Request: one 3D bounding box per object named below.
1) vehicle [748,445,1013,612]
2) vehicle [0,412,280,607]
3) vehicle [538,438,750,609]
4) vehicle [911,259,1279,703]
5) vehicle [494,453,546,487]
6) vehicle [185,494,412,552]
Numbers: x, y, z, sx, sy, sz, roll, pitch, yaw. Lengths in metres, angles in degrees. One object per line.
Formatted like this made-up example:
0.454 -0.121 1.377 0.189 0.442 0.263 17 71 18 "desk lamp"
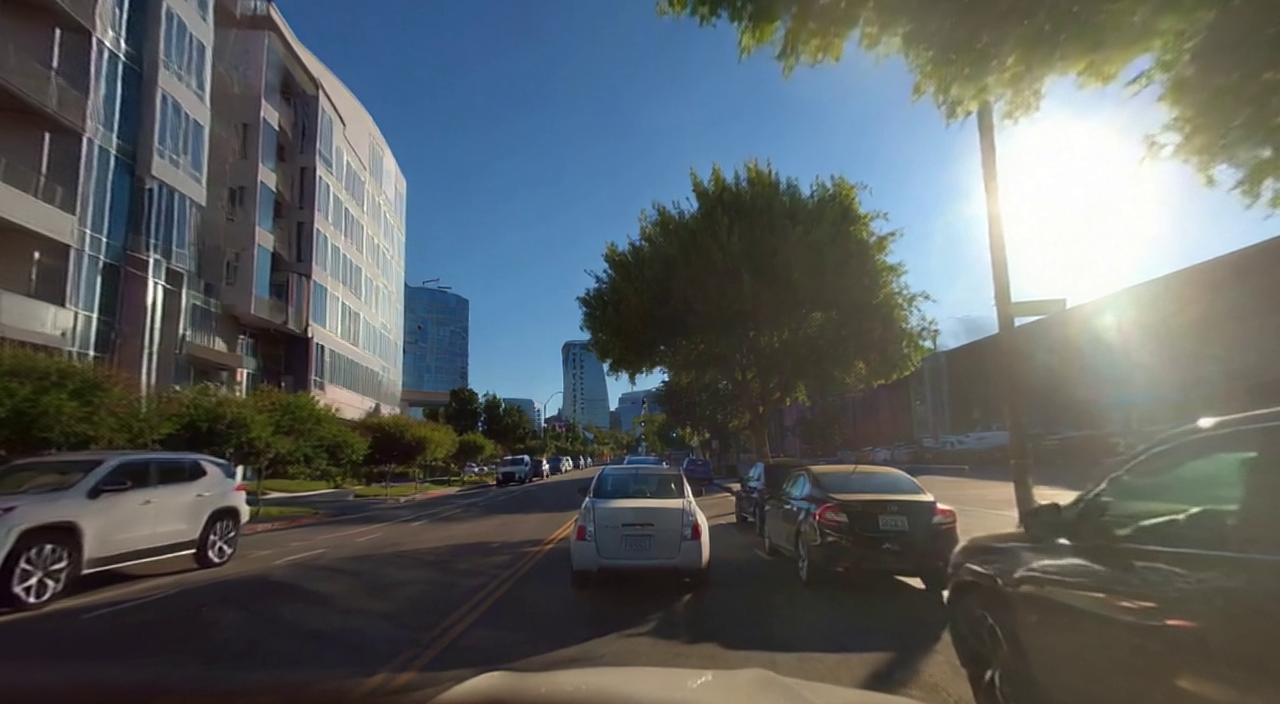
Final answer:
2.672 2.076 8.158 1.884 1.566 4.018 1 -10 1 "vehicle"
-6.722 1.897 7.674 1.994 1.701 4.520 -3 -12 -1 "vehicle"
0.050 1.980 7.900 2.018 1.583 3.646 1 -10 0 "vehicle"
2.751 0.744 1.910 1.868 1.920 4.501 1 -10 1 "vehicle"
-6.582 6.592 34.880 2.024 1.654 4.396 -3 -12 0 "vehicle"
-6.825 3.529 13.355 2.223 0.774 4.789 1 -10 0 "vehicle"
